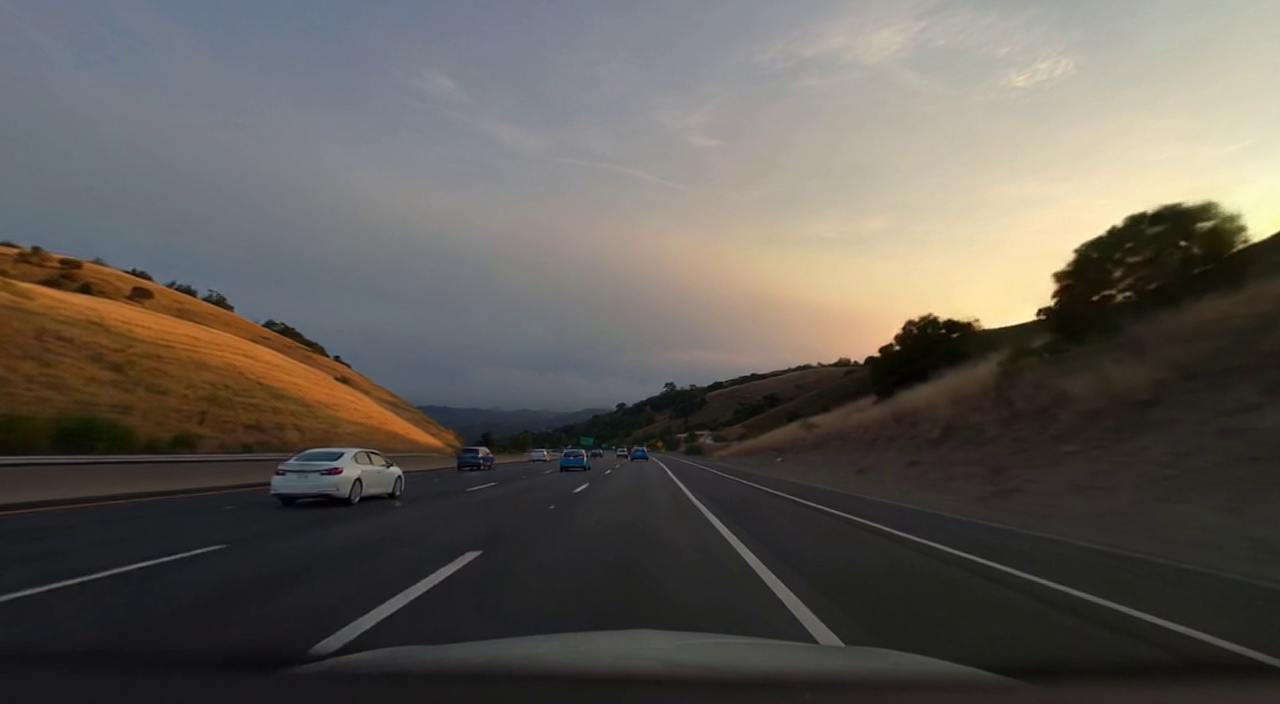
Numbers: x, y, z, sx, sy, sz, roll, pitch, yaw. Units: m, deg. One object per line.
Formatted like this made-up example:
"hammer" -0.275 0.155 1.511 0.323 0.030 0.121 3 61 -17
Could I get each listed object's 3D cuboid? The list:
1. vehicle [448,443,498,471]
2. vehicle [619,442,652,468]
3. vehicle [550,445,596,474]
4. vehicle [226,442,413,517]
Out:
"vehicle" -11.064 7.019 42.209 2.025 1.750 4.505 0 -8 1
"vehicle" -0.348 7.238 44.468 2.225 1.674 4.044 0 -8 -1
"vehicle" -3.771 6.155 36.429 2.144 1.505 4.649 0 -8 0
"vehicle" -7.017 2.807 14.445 1.991 1.441 4.265 0 -8 1
